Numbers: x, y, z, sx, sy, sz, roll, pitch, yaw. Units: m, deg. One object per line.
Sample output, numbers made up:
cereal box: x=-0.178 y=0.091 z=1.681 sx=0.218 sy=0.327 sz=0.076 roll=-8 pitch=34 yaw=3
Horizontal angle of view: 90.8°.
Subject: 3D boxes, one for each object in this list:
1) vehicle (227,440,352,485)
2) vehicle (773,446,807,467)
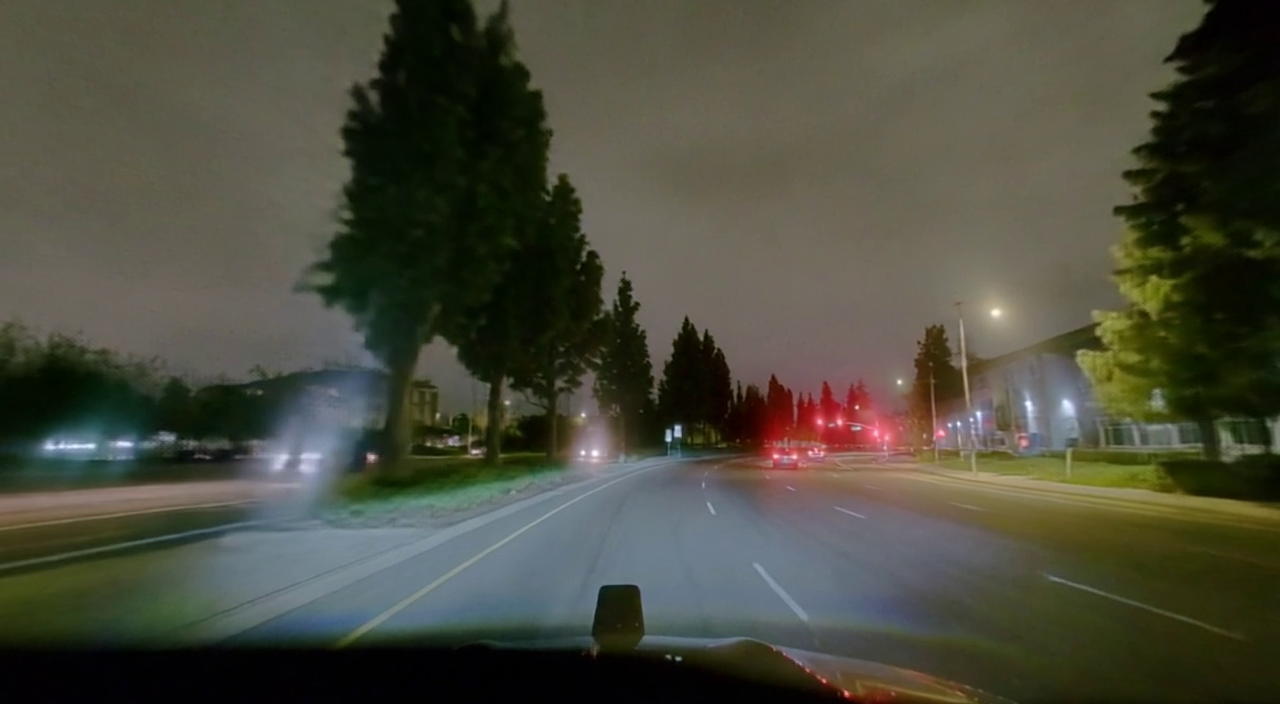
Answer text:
vehicle: x=-15.076 y=4.762 z=27.590 sx=2.176 sy=1.772 sz=5.010 roll=-1 pitch=-9 yaw=7
vehicle: x=11.045 y=7.702 z=46.750 sx=1.988 sy=1.460 sz=3.996 roll=-1 pitch=-9 yaw=8
